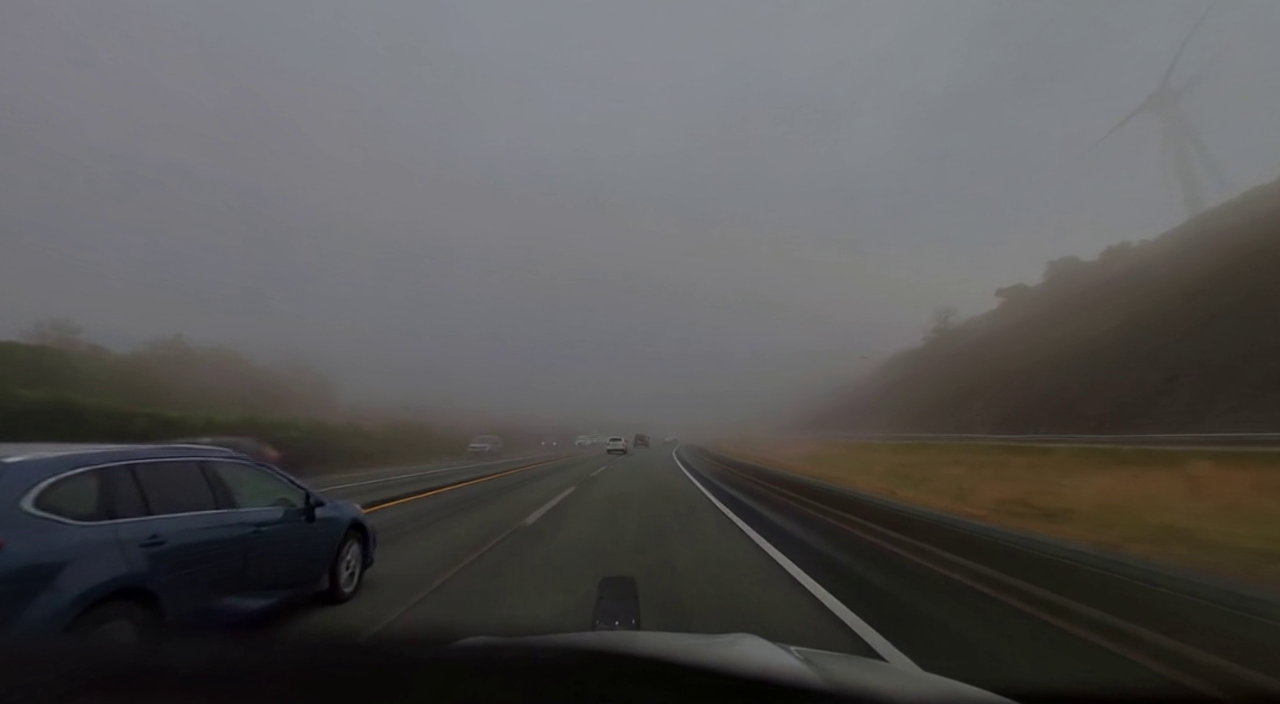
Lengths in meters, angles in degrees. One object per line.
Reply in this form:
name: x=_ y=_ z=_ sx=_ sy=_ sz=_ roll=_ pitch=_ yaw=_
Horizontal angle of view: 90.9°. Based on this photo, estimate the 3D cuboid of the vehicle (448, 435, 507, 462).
vehicle: x=-9.475 y=5.639 z=37.164 sx=2.076 sy=1.488 sz=4.528 roll=0 pitch=-8 yaw=3

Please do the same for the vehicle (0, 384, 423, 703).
vehicle: x=-2.815 y=0.998 z=3.139 sx=1.918 sy=1.443 sz=4.422 roll=0 pitch=-8 yaw=0
